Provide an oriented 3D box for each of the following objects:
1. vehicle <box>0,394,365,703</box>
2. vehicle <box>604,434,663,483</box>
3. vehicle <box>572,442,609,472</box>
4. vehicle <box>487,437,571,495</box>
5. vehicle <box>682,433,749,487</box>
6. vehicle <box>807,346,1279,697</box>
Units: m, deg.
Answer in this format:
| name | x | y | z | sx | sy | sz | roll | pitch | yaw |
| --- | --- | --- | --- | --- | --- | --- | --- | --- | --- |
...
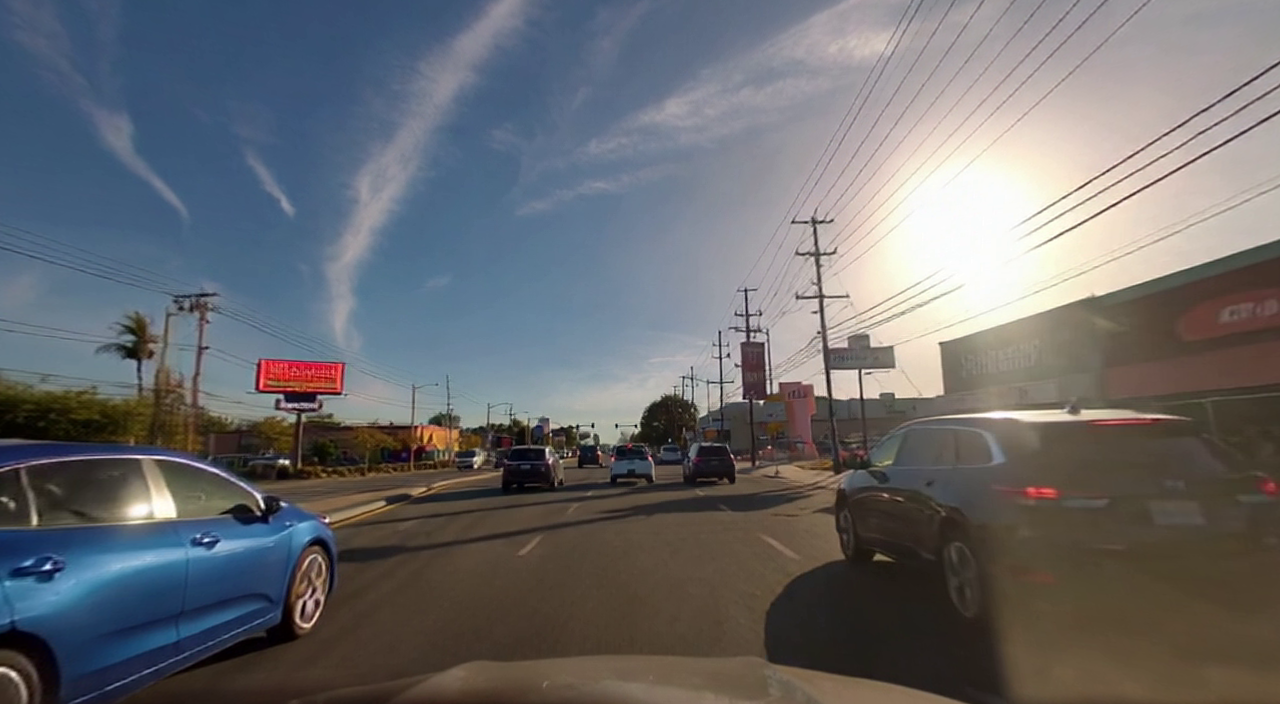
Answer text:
| name | x | y | z | sx | sy | sz | roll | pitch | yaw |
| --- | --- | --- | --- | --- | --- | --- | --- | --- | --- |
| vehicle | -3.246 | 1.005 | 2.867 | 2.022 | 1.498 | 4.471 | 0 | -8 | -1 |
| vehicle | -0.316 | 4.574 | 27.405 | 2.326 | 1.925 | 4.253 | 0 | -8 | -1 |
| vehicle | -3.576 | 7.660 | 46.594 | 2.405 | 2.009 | 5.909 | 0 | -8 | -1 |
| vehicle | -3.511 | 3.660 | 20.692 | 2.051 | 1.671 | 3.861 | 0 | -8 | 0 |
| vehicle | 2.885 | 4.214 | 24.984 | 2.026 | 1.904 | 4.102 | 0 | -8 | -1 |
| vehicle | 3.429 | 1.257 | 5.962 | 2.282 | 1.897 | 4.915 | 0 | -8 | -1 |
